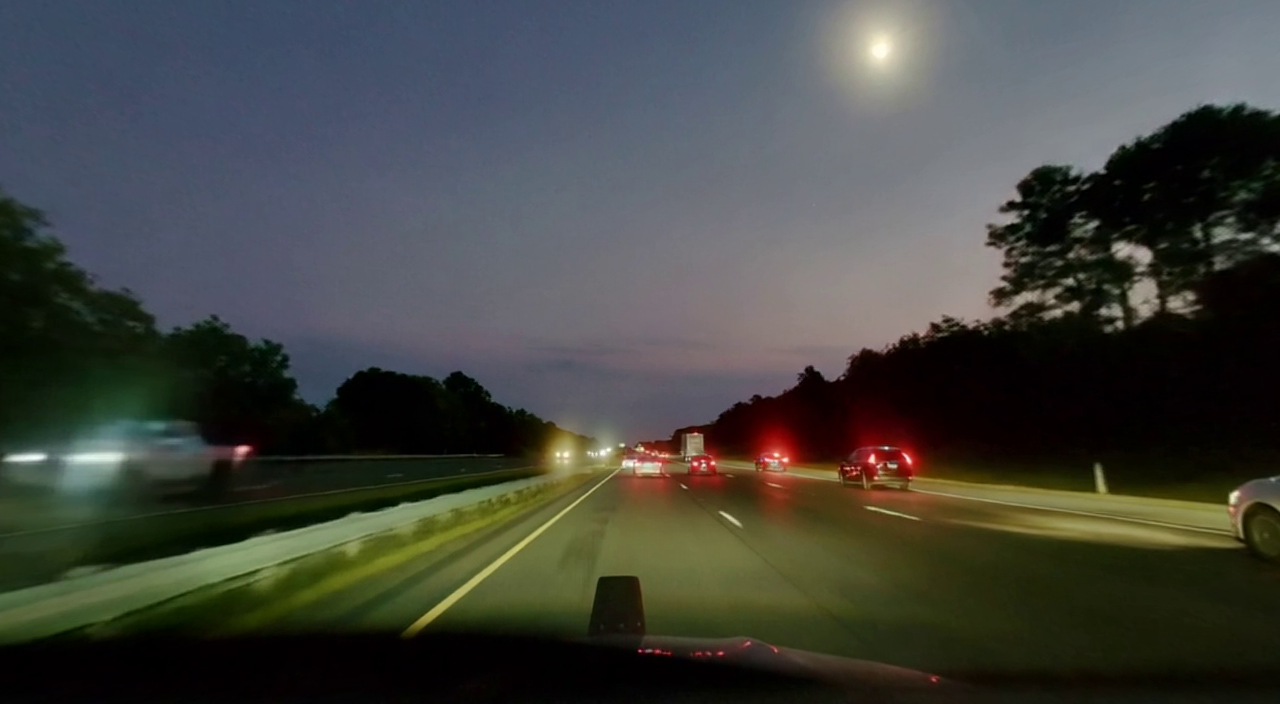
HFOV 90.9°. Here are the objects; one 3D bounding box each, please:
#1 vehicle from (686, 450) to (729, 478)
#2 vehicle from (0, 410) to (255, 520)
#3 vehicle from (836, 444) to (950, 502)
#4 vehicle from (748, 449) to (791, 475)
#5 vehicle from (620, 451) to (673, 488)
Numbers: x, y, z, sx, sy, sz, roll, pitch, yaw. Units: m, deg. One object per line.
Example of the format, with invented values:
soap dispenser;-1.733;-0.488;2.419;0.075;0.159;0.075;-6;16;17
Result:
vehicle;3.881;6.533;36.942;1.981;1.518;4.029;0;-9;-2
vehicle;-9.310;1.985;11.367;2.015;1.592;4.220;0;-9;0
vehicle;7.587;3.640;19.317;1.847;1.554;3.752;0;-9;-1
vehicle;8.484;7.241;41.525;1.957;1.594;3.632;0;-9;-2
vehicle;0.243;4.855;26.326;2.020;1.426;3.702;0;-9;0
